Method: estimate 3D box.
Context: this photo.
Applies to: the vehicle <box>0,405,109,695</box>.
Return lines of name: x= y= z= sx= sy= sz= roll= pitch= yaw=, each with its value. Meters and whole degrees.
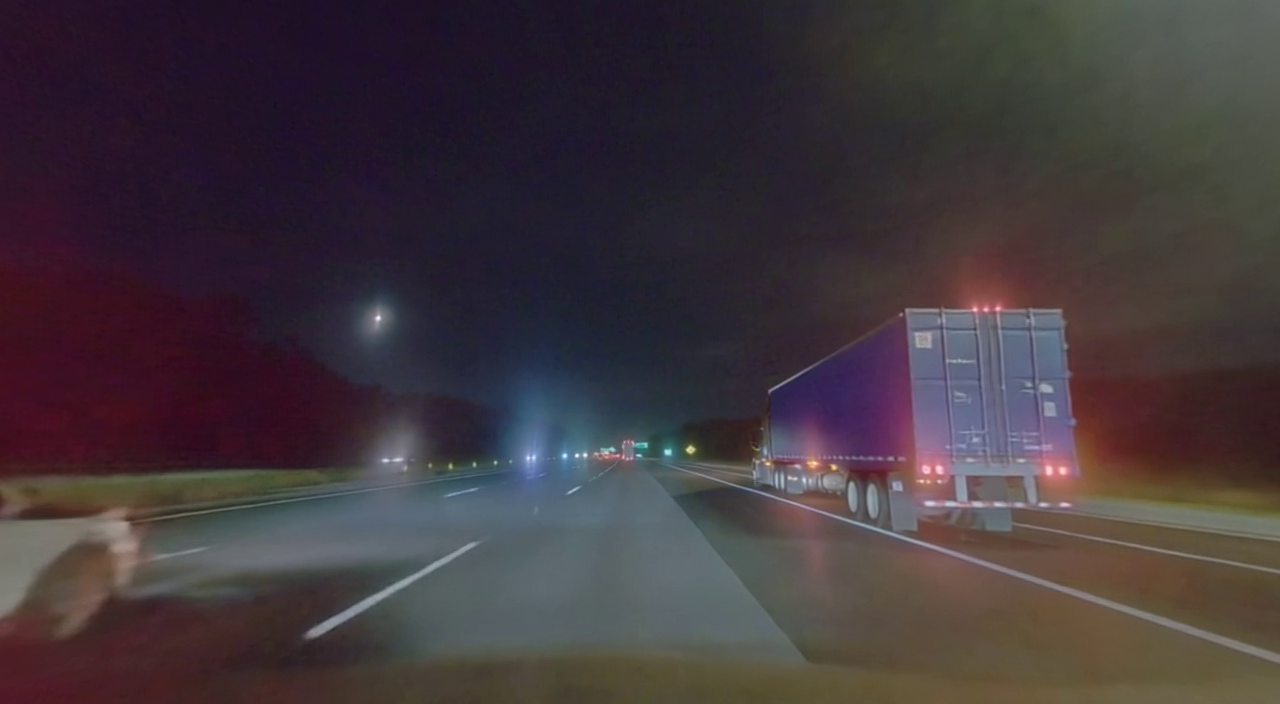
vehicle: x=-4.565 y=0.806 z=1.588 sx=2.108 sy=1.573 sz=5.000 roll=0 pitch=-9 yaw=0
